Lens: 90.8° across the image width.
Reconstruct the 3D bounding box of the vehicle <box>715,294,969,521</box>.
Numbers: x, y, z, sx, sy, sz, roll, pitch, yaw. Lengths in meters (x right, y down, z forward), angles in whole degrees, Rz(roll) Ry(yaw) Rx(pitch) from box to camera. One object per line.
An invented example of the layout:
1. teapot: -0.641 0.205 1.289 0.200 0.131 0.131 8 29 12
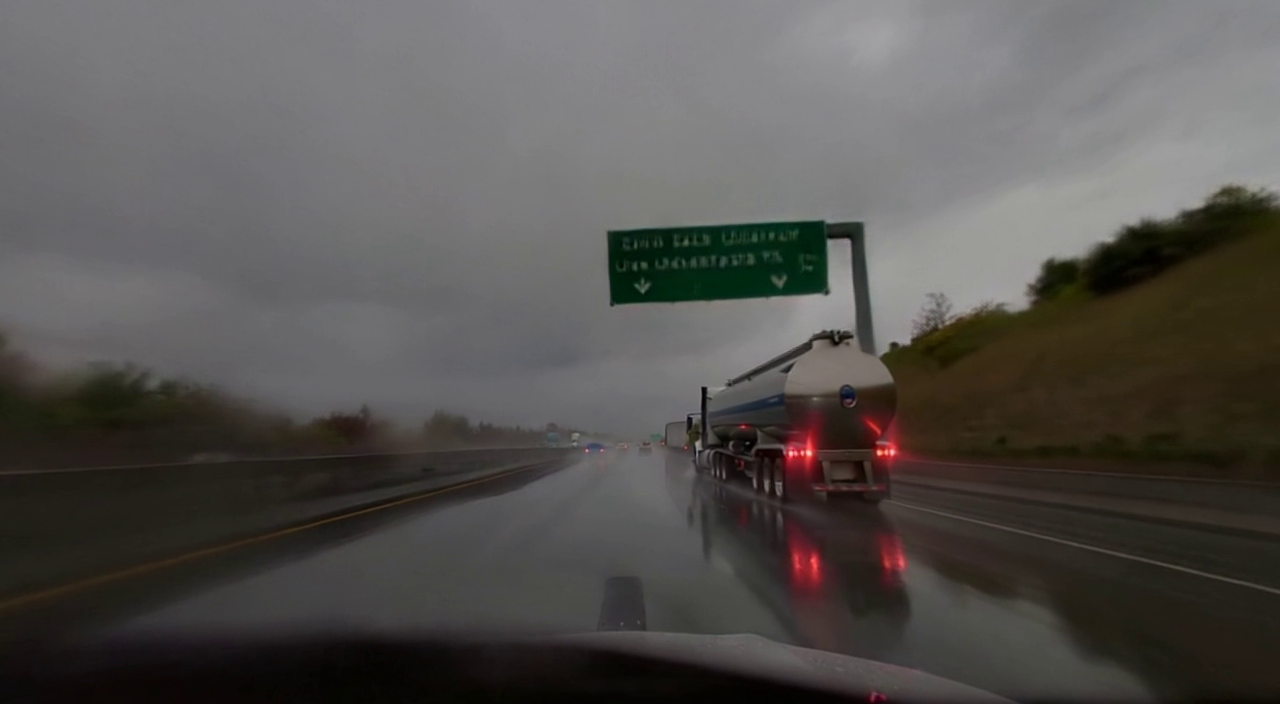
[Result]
1. vehicle: 3.870 1.595 15.240 2.759 3.734 9.708 0 -9 -1
